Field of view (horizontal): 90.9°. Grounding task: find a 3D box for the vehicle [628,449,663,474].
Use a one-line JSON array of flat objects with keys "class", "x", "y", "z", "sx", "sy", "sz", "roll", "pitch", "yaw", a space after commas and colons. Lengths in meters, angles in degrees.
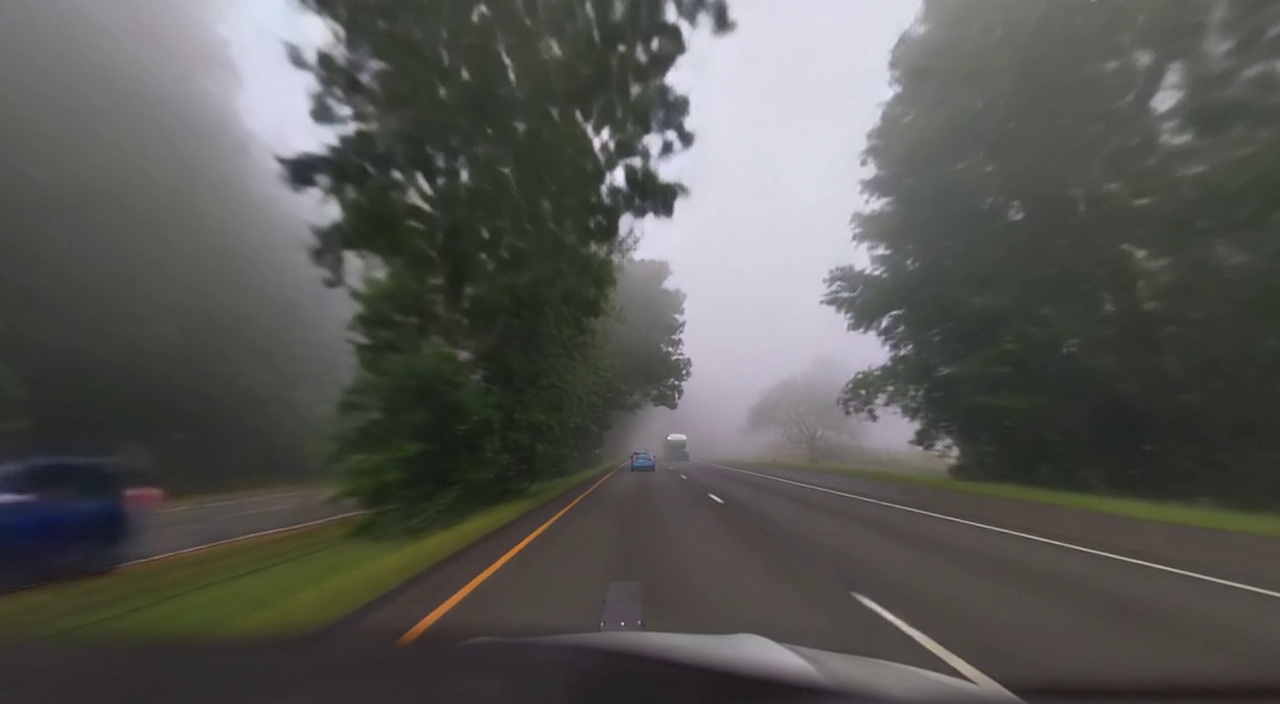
[{"class": "vehicle", "x": 0.292, "y": 6.367, "z": 36.847, "sx": 1.926, "sy": 1.386, "sz": 3.615, "roll": 0, "pitch": -9, "yaw": 0}]
